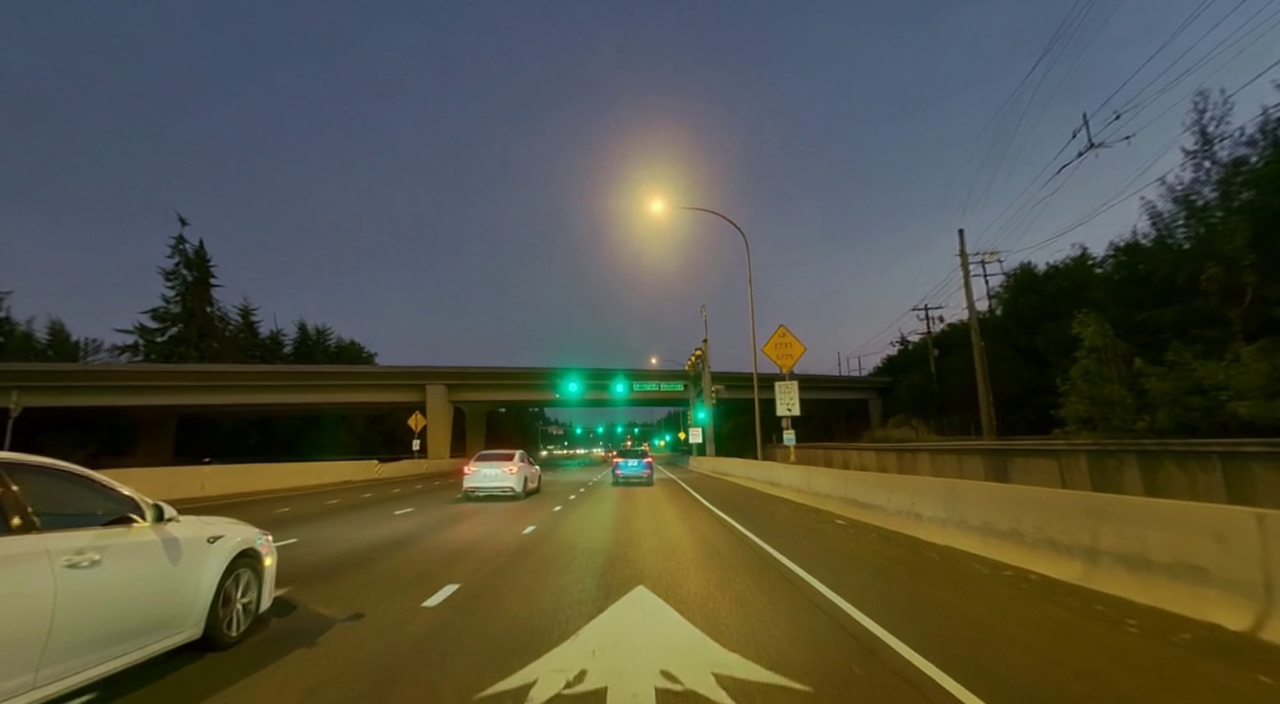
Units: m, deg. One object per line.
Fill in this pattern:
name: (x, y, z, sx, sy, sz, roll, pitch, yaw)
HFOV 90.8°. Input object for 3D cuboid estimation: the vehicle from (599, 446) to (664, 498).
vehicle: (-0.271, 3.979, 21.346, 1.985, 1.565, 3.968, 0, -8, 0)

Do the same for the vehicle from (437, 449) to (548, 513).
vehicle: (-3.751, 3.335, 16.875, 1.946, 1.437, 4.154, 0, -8, 0)

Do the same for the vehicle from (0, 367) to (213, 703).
vehicle: (-3.543, 0.766, 1.595, 1.925, 1.666, 4.271, 0, -8, 0)
